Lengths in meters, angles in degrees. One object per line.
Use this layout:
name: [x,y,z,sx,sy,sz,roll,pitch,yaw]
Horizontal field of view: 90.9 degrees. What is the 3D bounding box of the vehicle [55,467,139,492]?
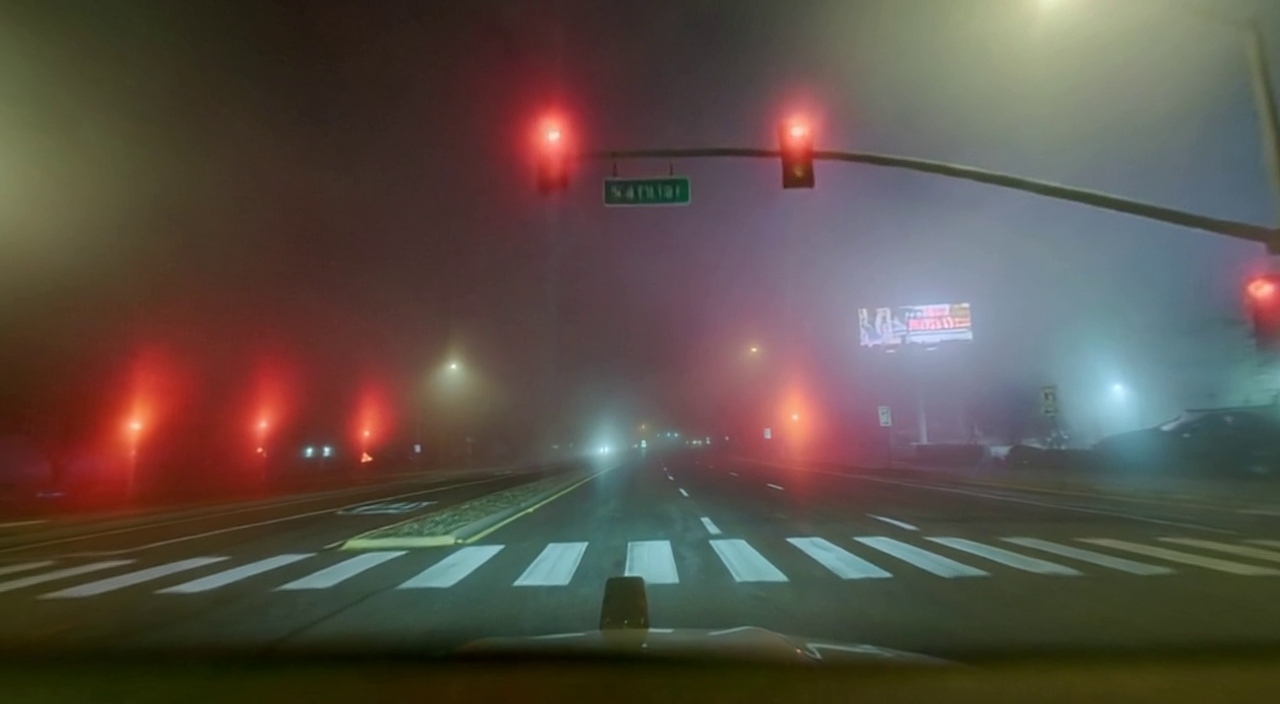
vehicle: [-37.184,8.720,43.297,1.736,1.399,4.271,-1,-8,5]
